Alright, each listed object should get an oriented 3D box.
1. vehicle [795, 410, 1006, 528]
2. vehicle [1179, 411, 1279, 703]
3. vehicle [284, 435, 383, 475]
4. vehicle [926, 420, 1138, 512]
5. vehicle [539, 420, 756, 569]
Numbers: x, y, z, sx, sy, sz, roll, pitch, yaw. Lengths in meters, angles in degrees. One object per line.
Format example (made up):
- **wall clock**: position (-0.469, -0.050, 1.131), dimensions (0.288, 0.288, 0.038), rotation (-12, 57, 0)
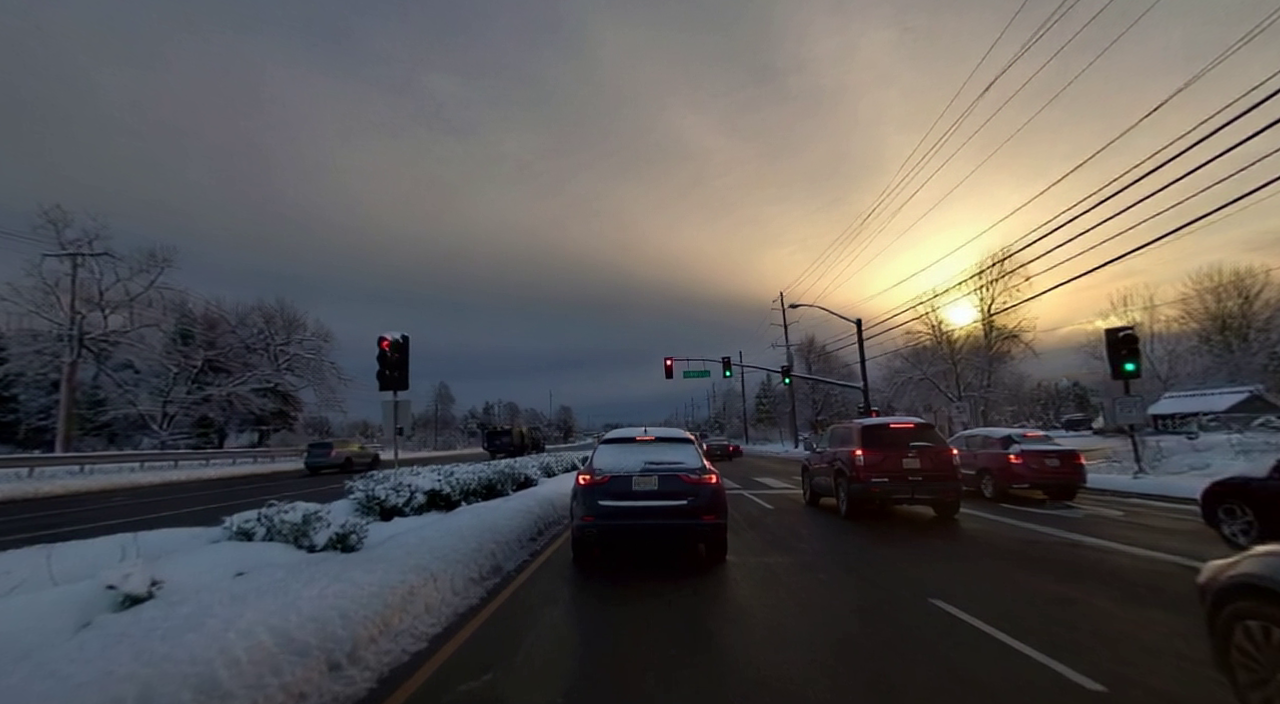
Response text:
- **vehicle**: position (4.464, 2.089, 11.729), dimensions (2.140, 1.753, 4.256), rotation (0, -8, 1)
- **vehicle**: position (3.505, 0.679, 0.592), dimensions (2.028, 1.454, 4.531), rotation (0, -8, 1)
- **vehicle**: position (-16.565, 5.608, 34.500), dimensions (2.262, 1.967, 5.814), rotation (-1, -8, 3)
- **vehicle**: position (8.369, 2.464, 14.055), dimensions (1.993, 1.712, 4.322), rotation (-1, -8, 2)
- **vehicle**: position (0.092, 1.787, 8.685), dimensions (2.208, 1.498, 4.401), rotation (0, -8, 1)
